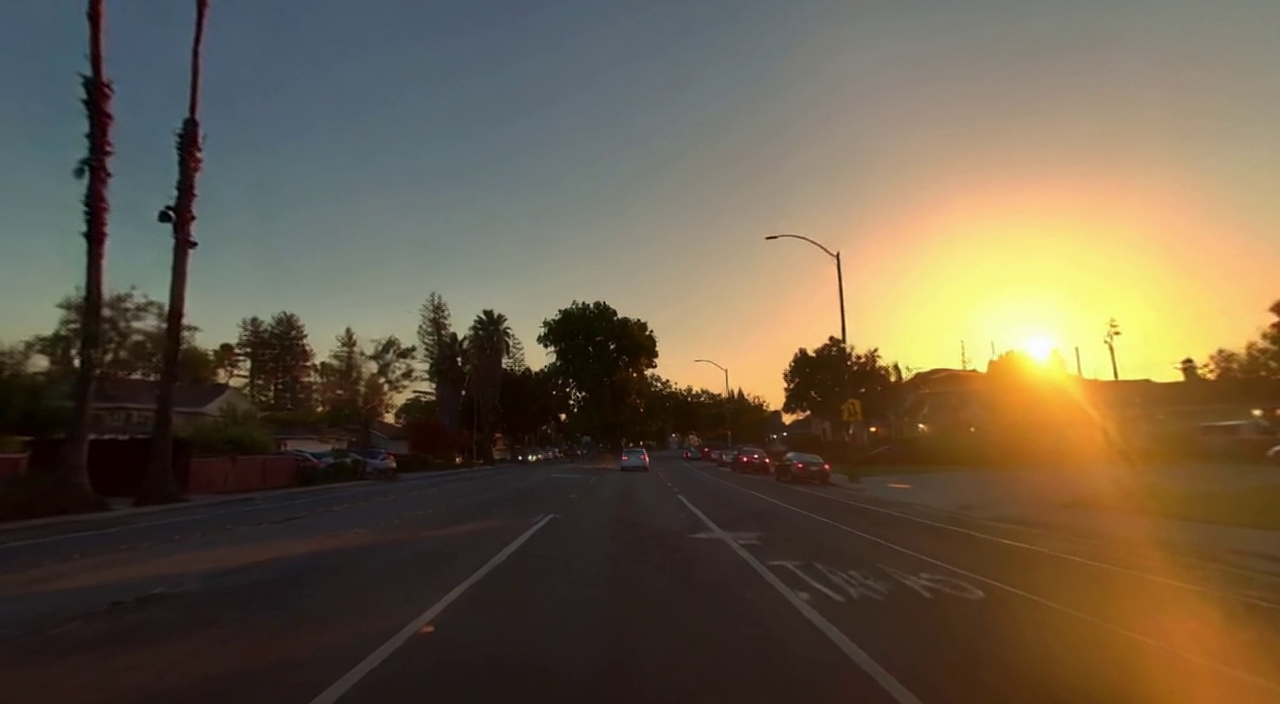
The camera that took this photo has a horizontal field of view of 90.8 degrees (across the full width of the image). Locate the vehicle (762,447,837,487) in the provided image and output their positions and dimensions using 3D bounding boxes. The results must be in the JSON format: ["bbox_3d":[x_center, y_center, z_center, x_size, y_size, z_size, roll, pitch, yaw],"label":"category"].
[{"bbox_3d":[6.569,4.760,26.620,1.947,1.505,4.759,-1,-9,1],"label":"vehicle"}]

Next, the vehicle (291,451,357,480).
[{"bbox_3d":[-19.884,7.131,39.950,1.931,1.641,4.146,-1,-9,1],"label":"vehicle"}]

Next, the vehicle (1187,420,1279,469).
[{"bbox_3d":[24.540,3.600,24.493,2.135,1.787,4.888,0,-9,-2],"label":"vehicle"}]

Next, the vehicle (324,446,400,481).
[{"bbox_3d":[-17.224,6.898,39.469,2.185,1.993,5.054,-1,-9,3],"label":"vehicle"}]

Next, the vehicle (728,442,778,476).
[{"bbox_3d":[6.590,6.307,37.470,2.035,1.822,5.449,-1,-9,1],"label":"vehicle"}]

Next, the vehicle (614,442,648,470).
[{"bbox_3d":[-0.632,7.259,44.175,2.248,1.833,4.798,0,-9,-1],"label":"vehicle"}]
